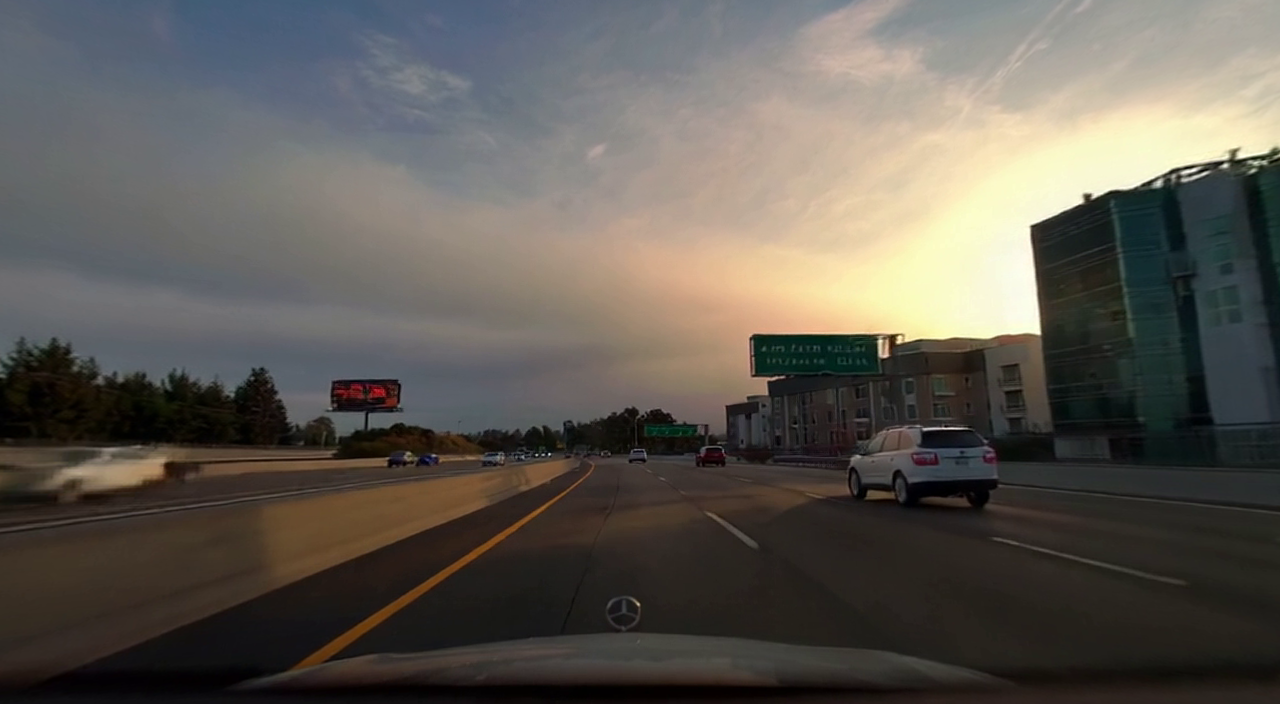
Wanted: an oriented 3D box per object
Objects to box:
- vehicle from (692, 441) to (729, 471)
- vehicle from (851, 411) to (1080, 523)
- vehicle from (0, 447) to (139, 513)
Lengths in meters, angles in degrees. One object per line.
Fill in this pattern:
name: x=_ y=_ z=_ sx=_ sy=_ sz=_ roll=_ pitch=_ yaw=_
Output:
vehicle: x=5.424 y=8.072 z=49.096 sx=2.043 sy=2.154 sz=4.731 roll=1 pitch=-9 yaw=-4
vehicle: x=6.600 y=2.417 z=13.715 sx=2.181 sy=1.952 sz=4.973 roll=0 pitch=-9 yaw=-2
vehicle: x=-16.992 y=3.493 z=17.677 sx=2.079 sy=1.623 sz=4.775 roll=0 pitch=-9 yaw=-1
